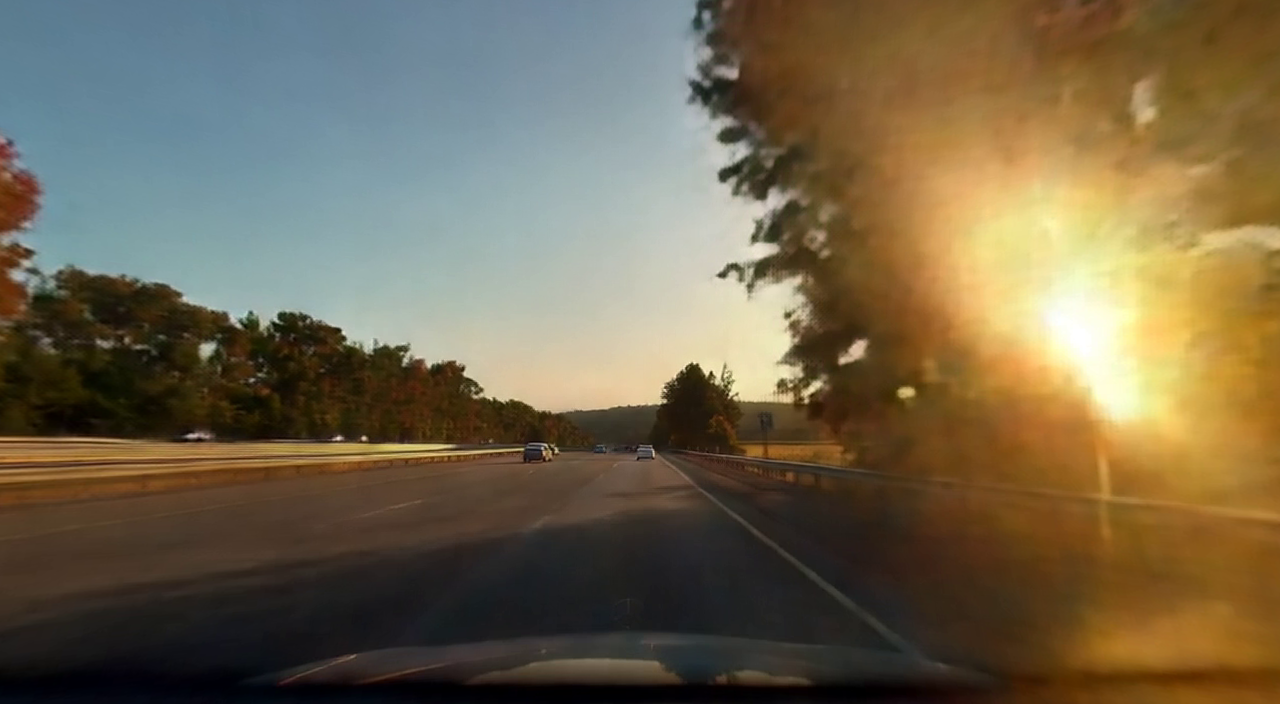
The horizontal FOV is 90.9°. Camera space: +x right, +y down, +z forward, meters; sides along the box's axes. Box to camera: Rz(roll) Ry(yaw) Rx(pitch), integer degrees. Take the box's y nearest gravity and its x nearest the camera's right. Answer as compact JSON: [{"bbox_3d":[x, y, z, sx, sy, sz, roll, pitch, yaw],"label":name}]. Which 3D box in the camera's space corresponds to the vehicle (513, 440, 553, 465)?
[{"bbox_3d":[-7.214,6.840,42.870,1.972,1.603,3.891,0,-8,1],"label":"vehicle"}]
